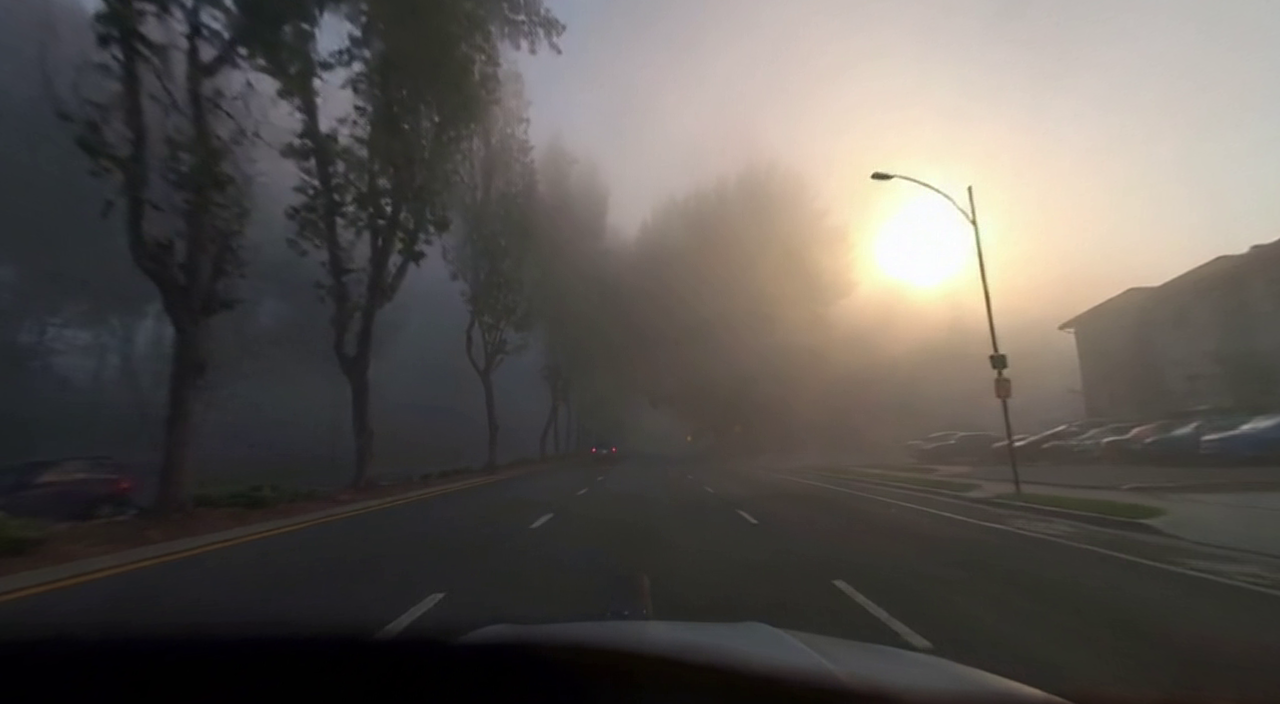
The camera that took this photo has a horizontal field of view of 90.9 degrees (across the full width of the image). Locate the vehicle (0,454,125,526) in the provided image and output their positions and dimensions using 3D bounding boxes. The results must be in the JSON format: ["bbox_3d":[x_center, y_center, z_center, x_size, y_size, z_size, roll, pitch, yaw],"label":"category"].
[{"bbox_3d":[-16.187,3.468,16.056,2.204,1.625,4.561,0,-8,0],"label":"vehicle"}]
